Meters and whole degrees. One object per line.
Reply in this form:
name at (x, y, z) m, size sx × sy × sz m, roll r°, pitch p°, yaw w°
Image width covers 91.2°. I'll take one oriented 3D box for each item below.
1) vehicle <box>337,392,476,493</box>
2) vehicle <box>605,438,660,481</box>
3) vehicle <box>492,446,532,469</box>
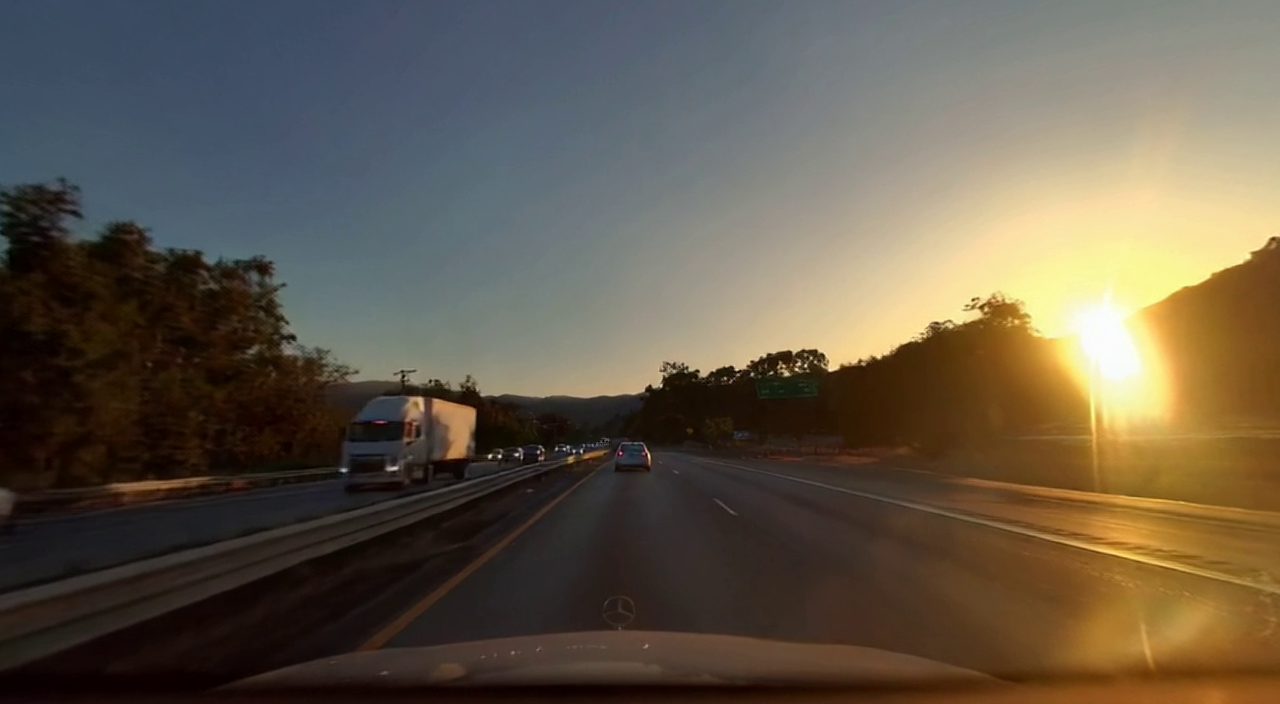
vehicle at (-8.819, 3.563, 24.771) m, size 2.739 × 3.387 × 7.184 m, roll 0°, pitch -8°, yaw -1°
vehicle at (-0.313, 4.171, 24.607) m, size 1.971 × 1.518 × 4.108 m, roll 0°, pitch -8°, yaw -1°
vehicle at (-9.126, 7.538, 44.977) m, size 1.923 × 1.545 × 4.492 m, roll 0°, pitch -8°, yaw 0°
